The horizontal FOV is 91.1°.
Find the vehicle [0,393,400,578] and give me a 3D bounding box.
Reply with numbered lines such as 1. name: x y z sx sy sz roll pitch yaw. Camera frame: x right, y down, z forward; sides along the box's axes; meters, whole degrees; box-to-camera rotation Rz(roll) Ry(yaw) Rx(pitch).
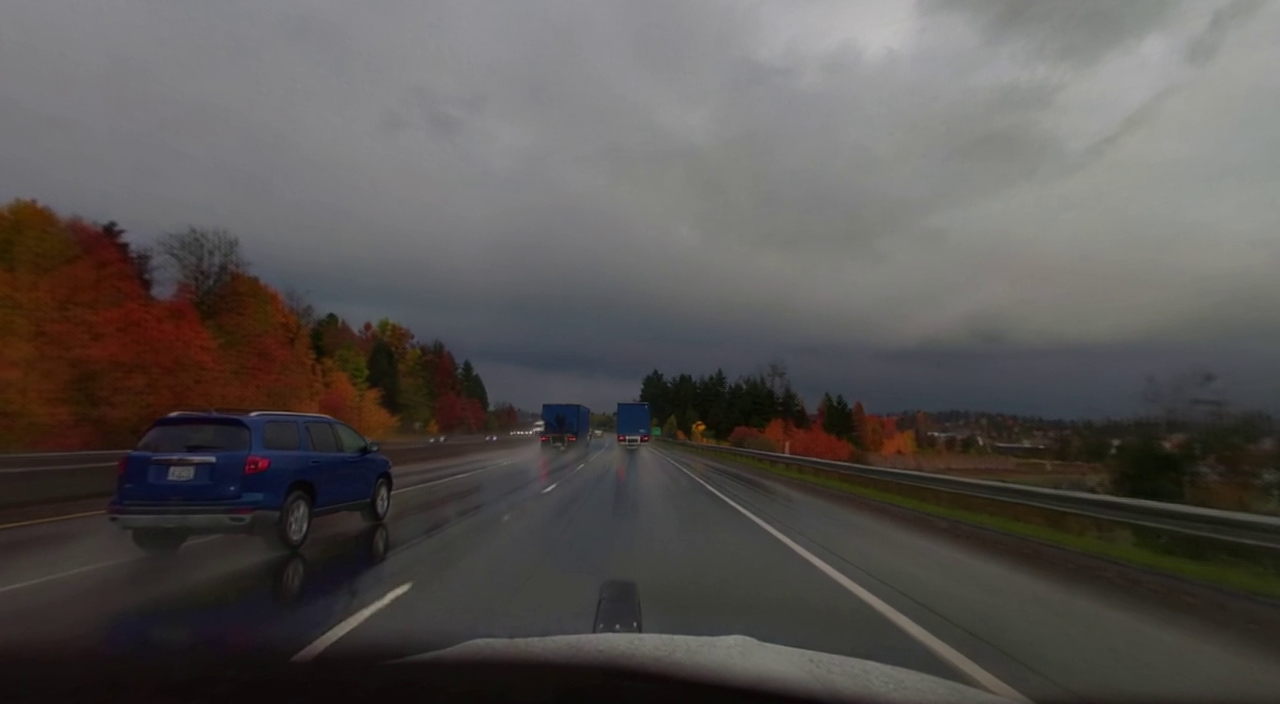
1. vehicle: -4.967 1.509 8.003 2.089 1.669 4.515 0 -8 -1

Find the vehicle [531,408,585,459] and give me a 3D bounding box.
1. vehicle: -4.650 4.747 36.713 2.383 2.726 5.677 0 -8 0
